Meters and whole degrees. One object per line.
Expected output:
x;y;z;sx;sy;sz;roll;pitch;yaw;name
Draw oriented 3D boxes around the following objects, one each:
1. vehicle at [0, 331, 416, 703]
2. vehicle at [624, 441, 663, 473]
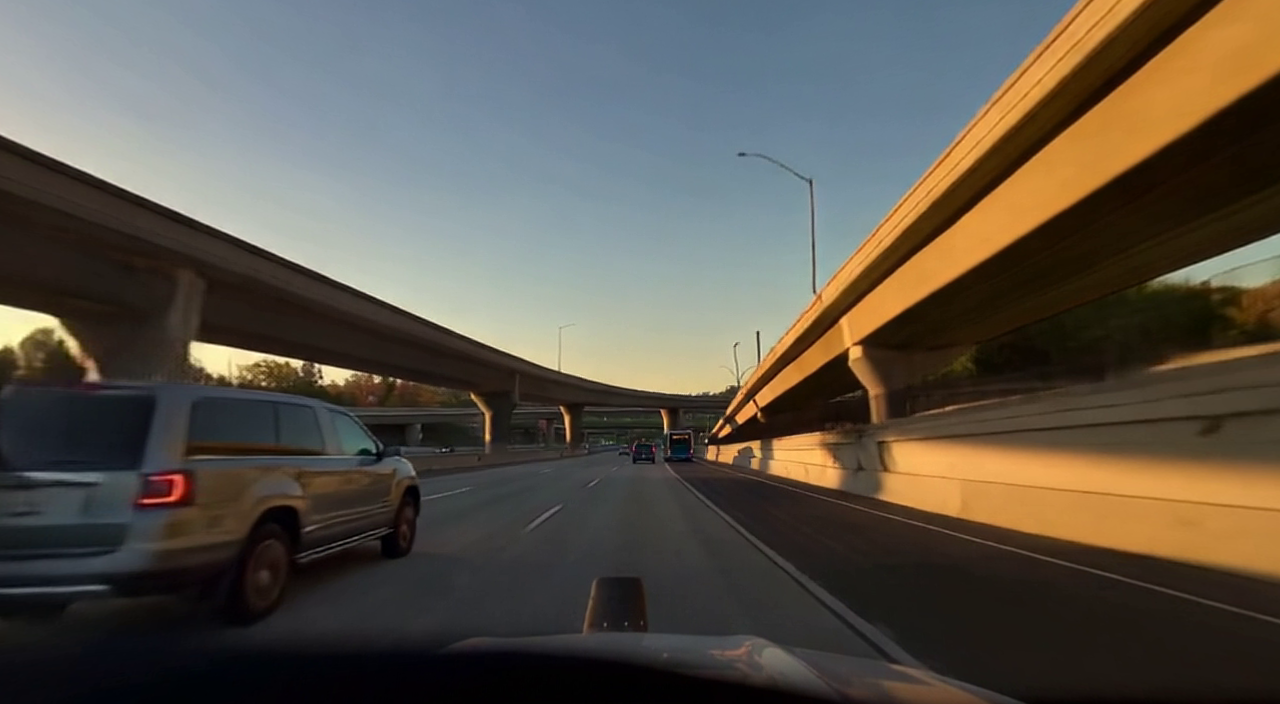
-4.005;1.200;5.687;2.147;1.918;4.834;0;-9;0;vehicle
0.184;5.926;35.812;2.052;1.711;4.223;0;-9;0;vehicle
